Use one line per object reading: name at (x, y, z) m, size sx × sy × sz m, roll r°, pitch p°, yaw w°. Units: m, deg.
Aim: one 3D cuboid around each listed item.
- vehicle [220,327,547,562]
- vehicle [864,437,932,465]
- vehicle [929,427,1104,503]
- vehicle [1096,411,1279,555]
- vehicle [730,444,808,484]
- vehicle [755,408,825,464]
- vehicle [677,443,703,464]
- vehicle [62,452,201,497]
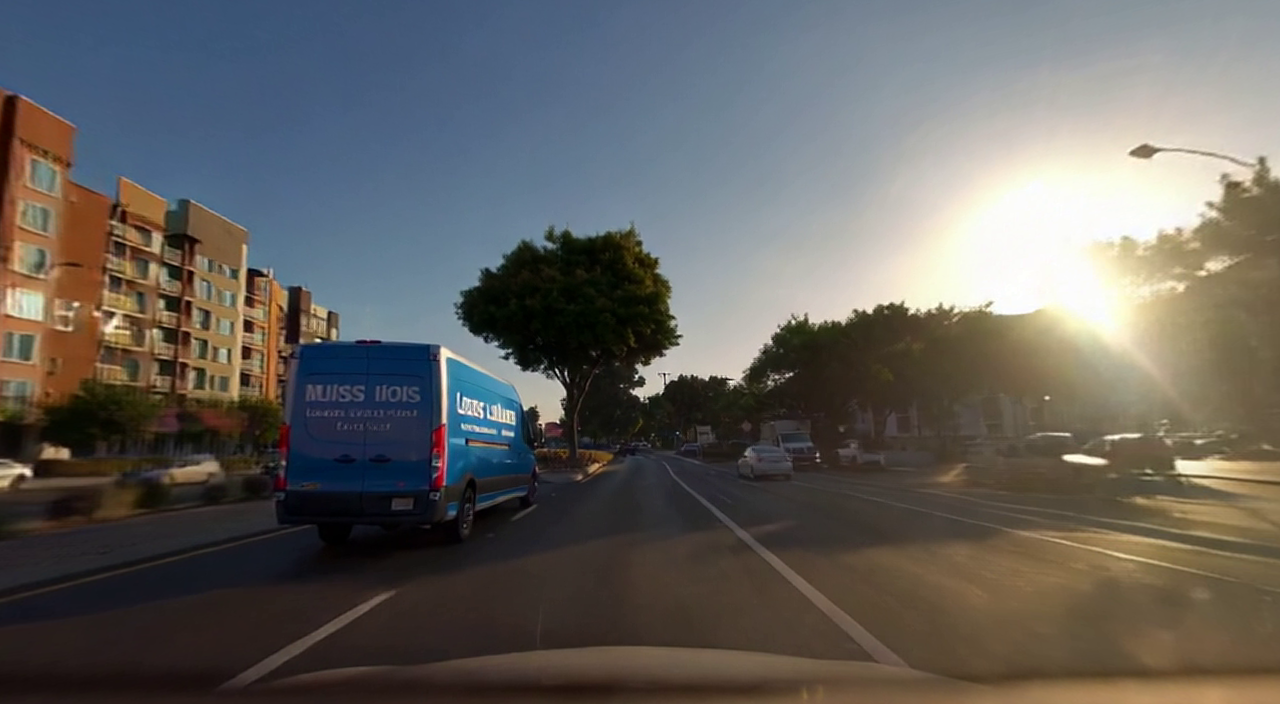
vehicle at (-3.789, 1.692, 11.836) m, size 2.763 × 2.974 × 7.562 m, roll -1°, pitch -8°, yaw 2°
vehicle at (16.645, 6.348, 40.674) m, size 4.698 × 1.726 × 2.046 m, roll 7°, pitch -11°, yaw -41°
vehicle at (9.261, 2.795, 16.017) m, size 1.814 × 1.646 × 4.133 m, roll 0°, pitch -8°, yaw -1°
vehicle at (8.963, 1.737, 8.727) m, size 2.085 × 1.762 × 4.198 m, roll -3°, pitch -10°, yaw 0°
vehicle at (5.040, 4.433, 25.485) m, size 2.127 × 1.439 × 5.034 m, roll 0°, pitch -8°, yaw 1°
vehicle at (9.501, 5.486, 40.916) m, size 2.882 × 3.208 × 7.609 m, roll -1°, pitch -8°, yaw 2°
vehicle at (3.863, 7.811, 48.956) m, size 1.878 × 1.534 × 4.120 m, roll -1°, pitch -8°, yaw 4°
vehicle at (-19.696, 4.733, 24.768) m, size 1.819 × 1.526 × 4.329 m, roll 0°, pitch -8°, yaw 0°
